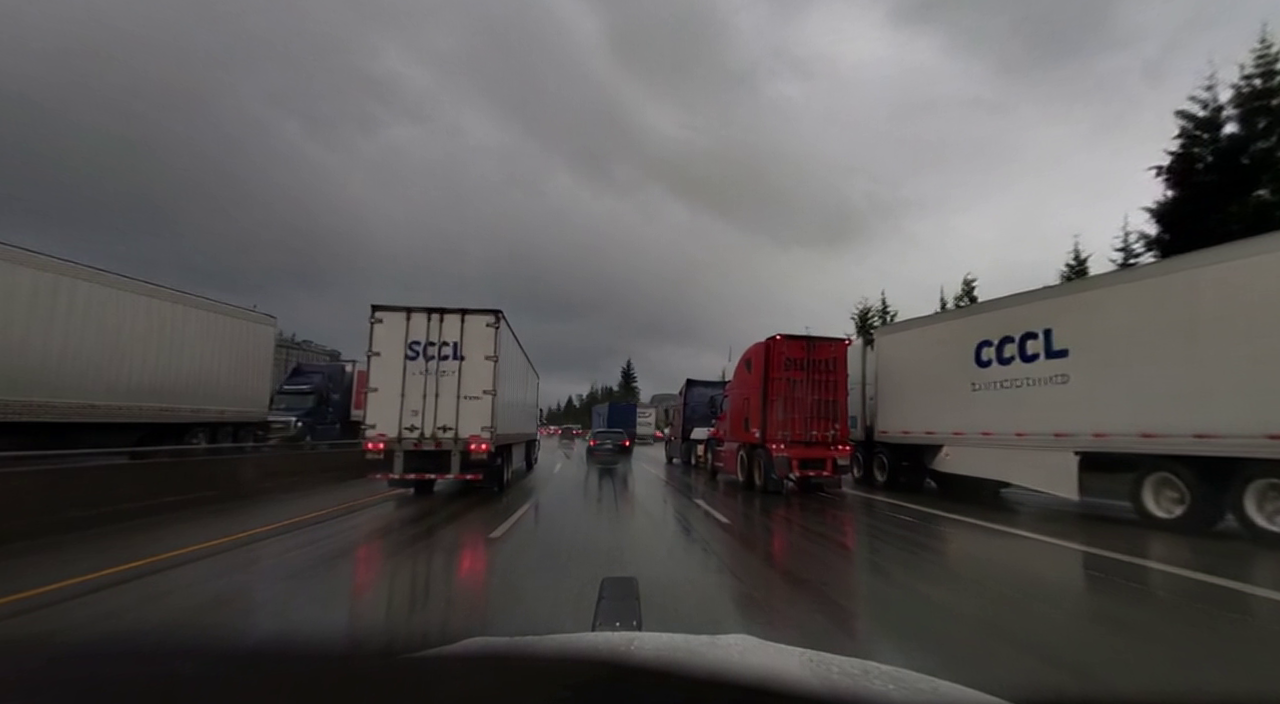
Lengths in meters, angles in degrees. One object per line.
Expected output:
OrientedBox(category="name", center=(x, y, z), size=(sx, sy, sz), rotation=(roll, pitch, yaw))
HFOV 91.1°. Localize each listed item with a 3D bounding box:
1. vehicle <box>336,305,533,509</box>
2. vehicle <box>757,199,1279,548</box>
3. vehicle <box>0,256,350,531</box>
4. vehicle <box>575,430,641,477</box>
OrientedBox(category="vehicle", center=(-4.542, 1.582, 16.156), size=(2.822, 3.788, 8.799), rotation=(1, -8, -5))
OrientedBox(category="vehicle", center=(7.387, 0.704, 10.938), size=(2.820, 4.084, 13.786), rotation=(4, -8, -26))
OrientedBox(category="vehicle", center=(-10.926, 0.744, 10.386), size=(2.867, 4.125, 14.026), rotation=(-2, -8, 13))
OrientedBox(category="vehicle", center=(-1.309, 3.719, 23.449), size=(2.060, 1.540, 4.374), rotation=(1, -8, -8))
